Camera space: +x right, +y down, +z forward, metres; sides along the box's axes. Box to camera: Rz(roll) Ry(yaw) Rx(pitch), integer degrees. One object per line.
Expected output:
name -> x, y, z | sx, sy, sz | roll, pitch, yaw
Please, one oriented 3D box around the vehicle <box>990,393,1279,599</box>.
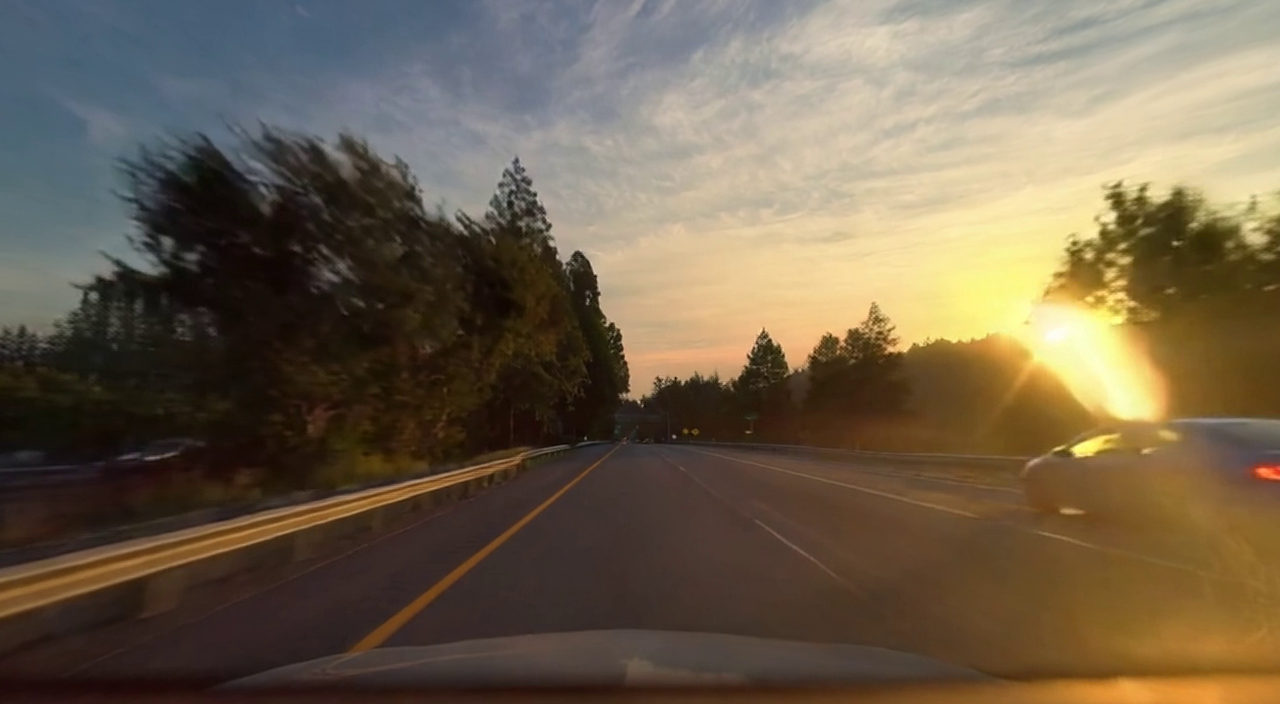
vehicle -> 6.399, 1.411, 6.803 | 2.273, 1.698, 4.863 | 0, -8, -2
